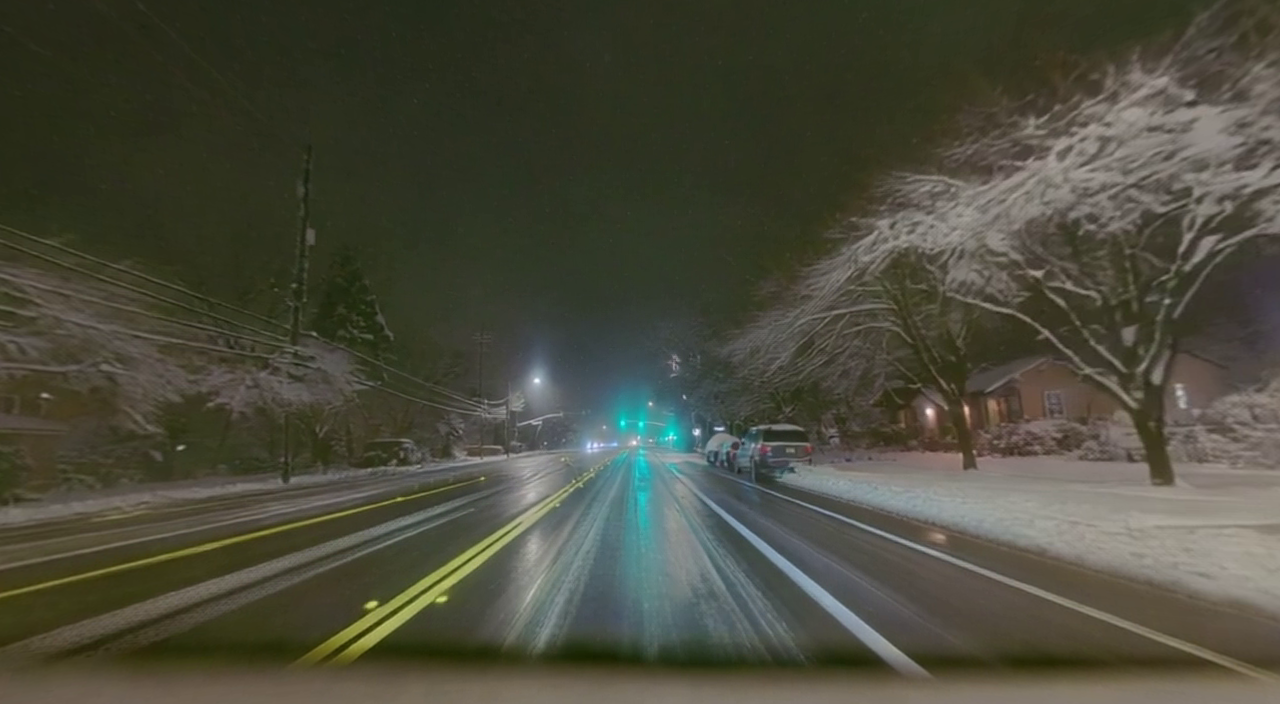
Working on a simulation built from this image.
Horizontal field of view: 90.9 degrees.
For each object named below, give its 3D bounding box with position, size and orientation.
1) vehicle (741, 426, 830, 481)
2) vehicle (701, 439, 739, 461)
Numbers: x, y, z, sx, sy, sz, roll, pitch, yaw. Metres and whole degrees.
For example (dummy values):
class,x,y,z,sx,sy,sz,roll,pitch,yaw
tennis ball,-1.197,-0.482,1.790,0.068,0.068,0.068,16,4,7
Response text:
class,x,y,z,sx,sy,sz,roll,pitch,yaw
vehicle,5.223,3.728,23.401,2.160,1.800,4.646,0,-8,0
vehicle,5.588,6.952,44.673,1.935,1.453,4.488,0,-8,-3
